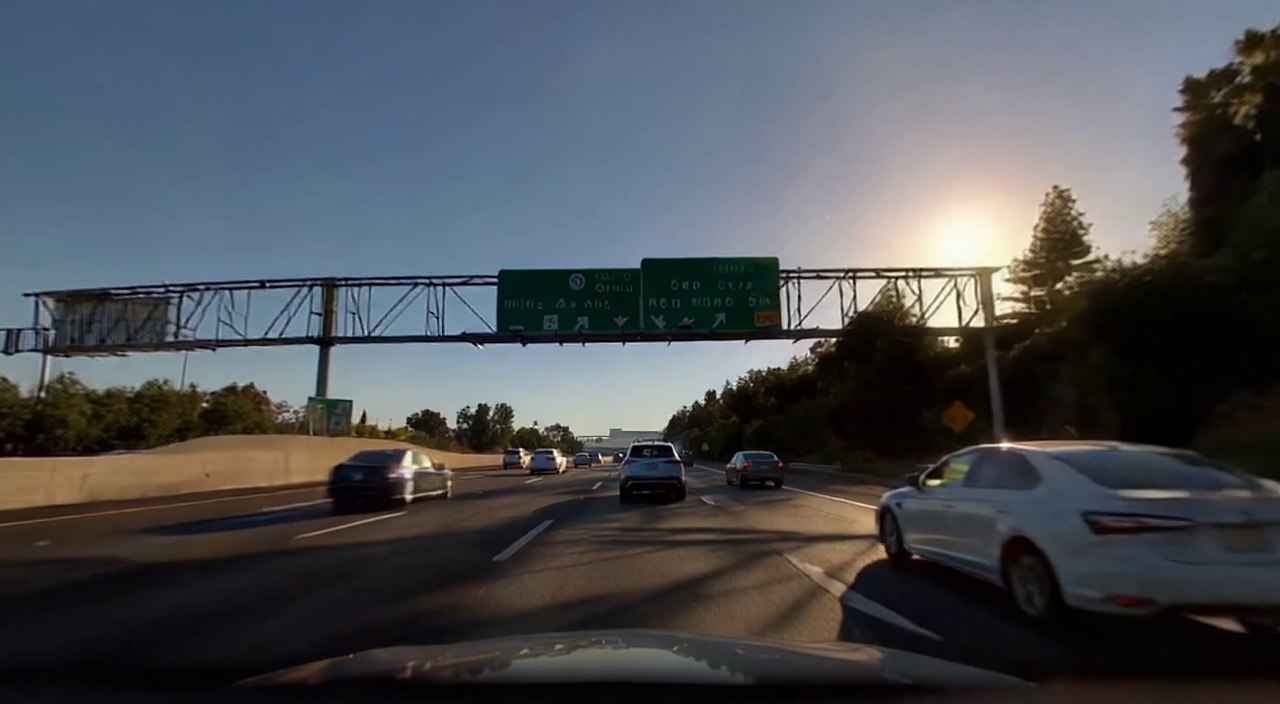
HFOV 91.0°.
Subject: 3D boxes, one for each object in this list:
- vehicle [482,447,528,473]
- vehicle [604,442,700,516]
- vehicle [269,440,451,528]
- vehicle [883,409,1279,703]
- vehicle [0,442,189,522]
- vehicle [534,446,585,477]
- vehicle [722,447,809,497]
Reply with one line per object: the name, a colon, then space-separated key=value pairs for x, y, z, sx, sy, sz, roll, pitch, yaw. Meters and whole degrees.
vehicle: x=-9.924 y=7.977 z=46.780 sx=2.213 sy=1.824 sz=4.990 roll=0 pitch=-9 yaw=1
vehicle: x=0.255 y=3.004 z=15.372 sx=2.044 sy=1.554 sz=3.824 roll=0 pitch=-9 yaw=0
vehicle: x=-5.782 y=2.750 z=13.707 sx=2.014 sy=1.587 sz=4.265 roll=0 pitch=-9 yaw=-1
vehicle: x=3.573 y=1.294 z=4.549 sx=2.044 sy=1.523 sz=3.947 roll=0 pitch=-9 yaw=0
vehicle: x=-13.965 y=3.113 z=15.664 sx=2.094 sy=1.662 sz=4.486 roll=0 pitch=-9 yaw=1
vehicle: x=-4.792 y=6.599 z=38.244 sx=2.182 sy=1.743 sz=5.144 roll=-1 pitch=-9 yaw=3
vehicle: x=4.210 y=4.086 z=21.914 sx=2.002 sy=1.499 sz=4.710 roll=0 pitch=-9 yaw=-1
